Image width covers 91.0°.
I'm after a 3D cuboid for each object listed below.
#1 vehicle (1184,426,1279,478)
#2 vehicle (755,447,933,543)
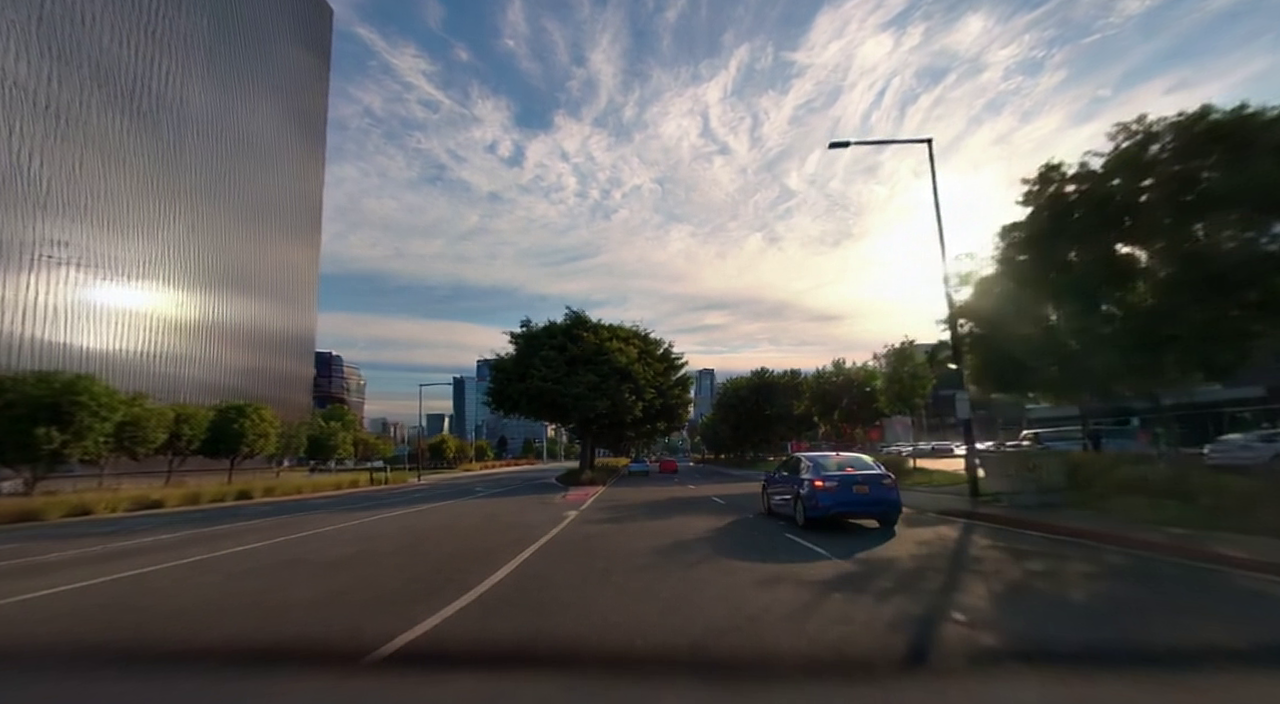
[{"bbox_3d":[20.540,3.220,20.291,4.373,1.580,1.729,0,-9,-2],"label":"vehicle"},{"bbox_3d":[3.646,2.610,12.185,1.993,1.501,4.127,0,-9,-1],"label":"vehicle"}]
